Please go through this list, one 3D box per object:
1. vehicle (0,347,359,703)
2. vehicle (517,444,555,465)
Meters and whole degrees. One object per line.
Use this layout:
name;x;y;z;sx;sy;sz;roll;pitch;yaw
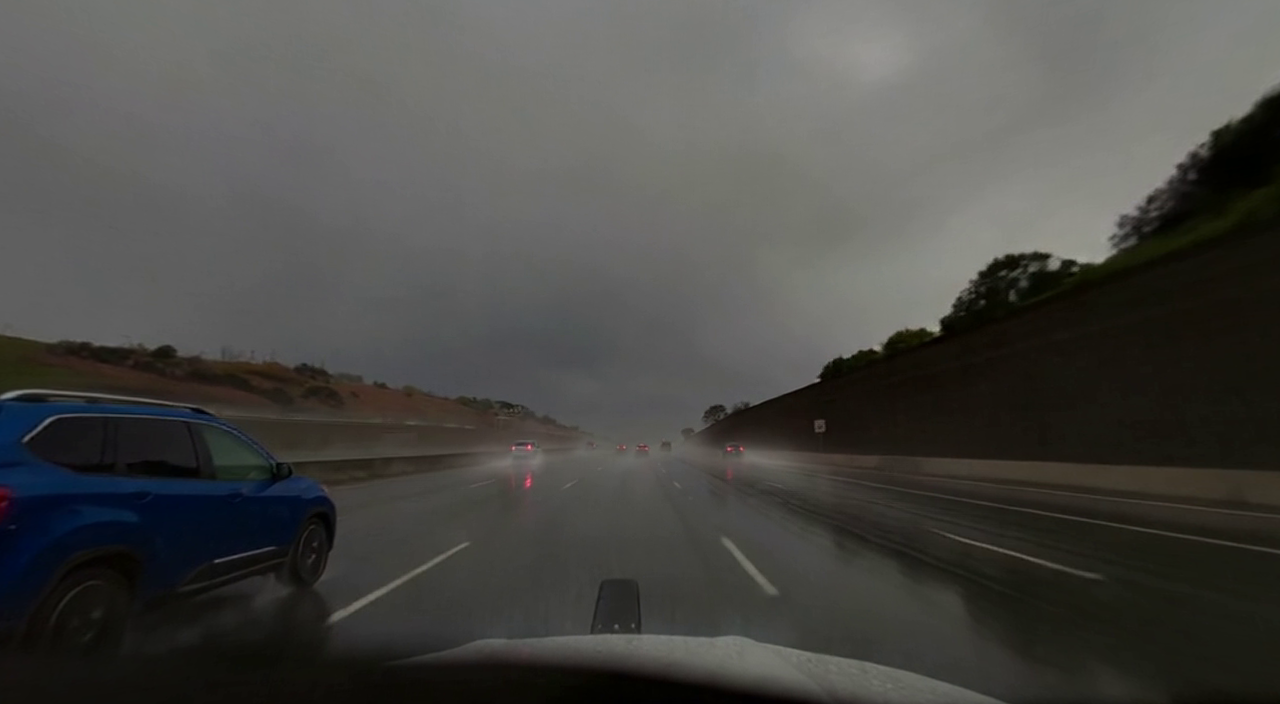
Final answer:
vehicle;-3.757;1.005;3.708;2.047;1.715;4.689;0;-9;0
vehicle;-7.910;7.850;48.530;2.054;1.474;4.450;0;-9;1
